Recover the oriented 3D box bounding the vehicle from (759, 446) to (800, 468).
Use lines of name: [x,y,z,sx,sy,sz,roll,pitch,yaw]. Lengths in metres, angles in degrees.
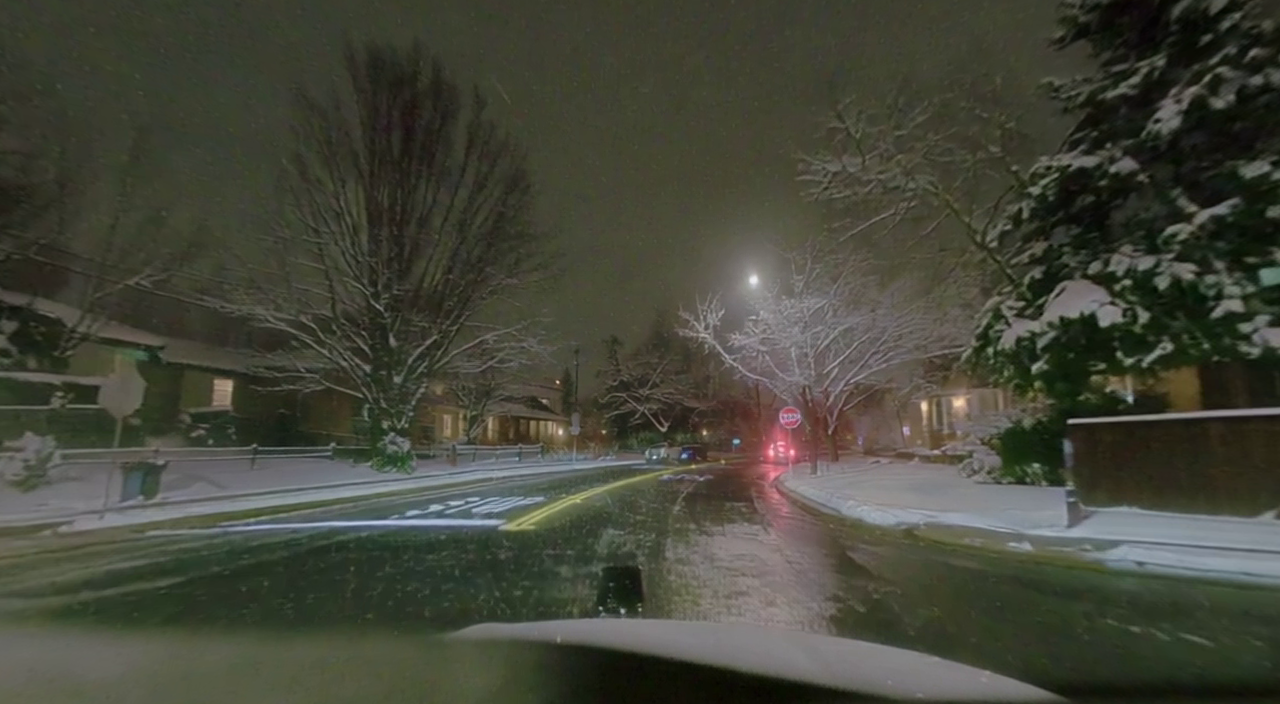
vehicle: [10.065,7.498,45.298,2.045,1.478,4.914,-4,-9,22]
